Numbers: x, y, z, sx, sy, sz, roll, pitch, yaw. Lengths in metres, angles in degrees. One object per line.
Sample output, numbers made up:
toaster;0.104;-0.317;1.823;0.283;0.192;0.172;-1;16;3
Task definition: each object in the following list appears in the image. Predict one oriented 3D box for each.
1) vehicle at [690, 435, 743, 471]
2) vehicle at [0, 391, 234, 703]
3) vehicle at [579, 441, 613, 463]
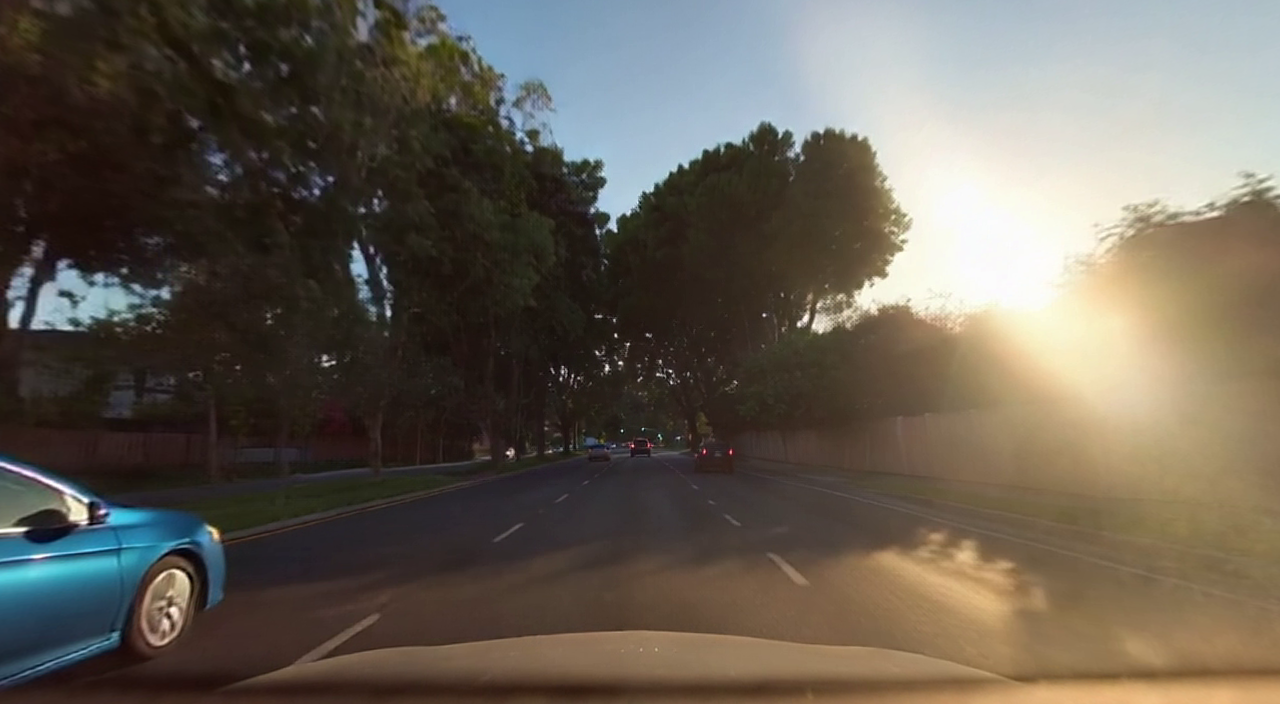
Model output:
vehicle;3.856;5.189;32.504;2.182;1.688;4.187;0;-8;-1
vehicle;-3.712;0.757;1.494;2.091;1.503;4.989;0;-8;1
vehicle;-3.003;6.939;43.812;1.940;1.473;4.133;0;-8;1
